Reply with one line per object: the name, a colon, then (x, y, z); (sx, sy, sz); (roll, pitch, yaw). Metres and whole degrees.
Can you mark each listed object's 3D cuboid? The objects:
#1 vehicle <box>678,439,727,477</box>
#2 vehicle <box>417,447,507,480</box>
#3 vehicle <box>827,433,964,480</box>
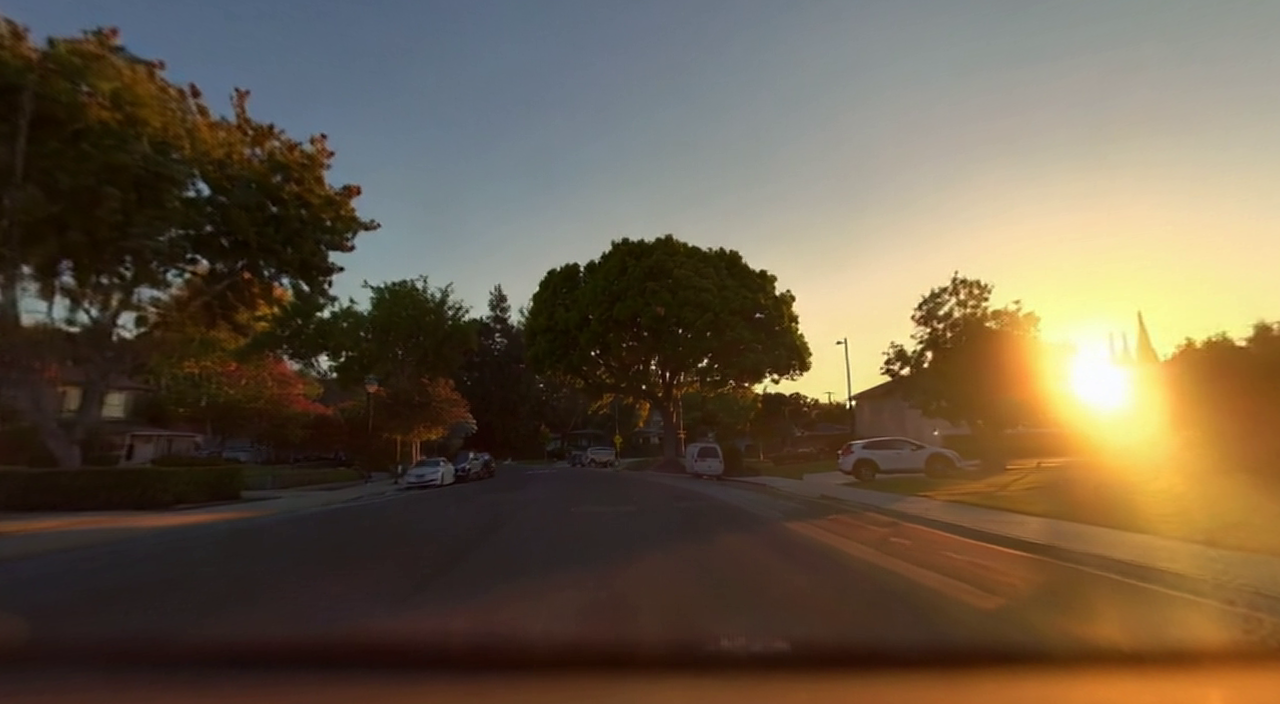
vehicle: (3.347, 5.802, 34.834); (2.051, 1.925, 4.625); (0, -9, -3)
vehicle: (-10.389, 6.486, 37.061); (4.620, 1.695, 2.004); (5, -11, -39)
vehicle: (10.405, 4.275, 25.991); (4.733, 1.843, 2.005); (0, -9, 1)
